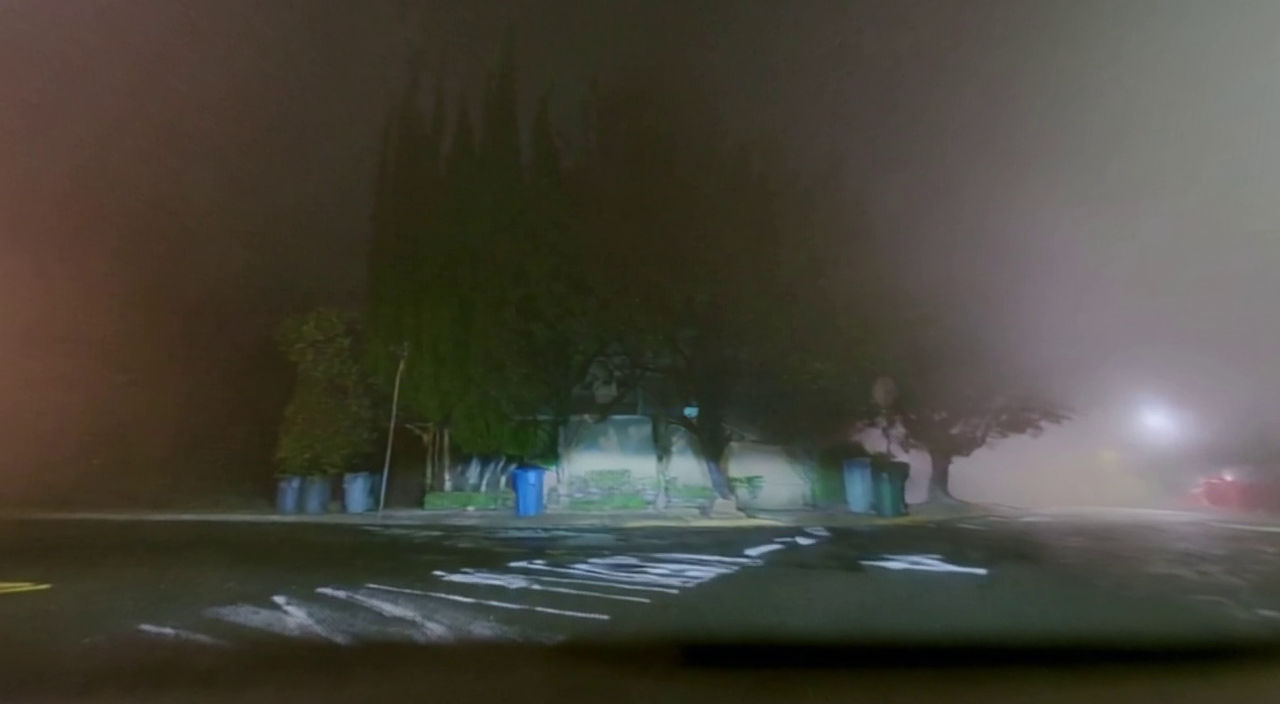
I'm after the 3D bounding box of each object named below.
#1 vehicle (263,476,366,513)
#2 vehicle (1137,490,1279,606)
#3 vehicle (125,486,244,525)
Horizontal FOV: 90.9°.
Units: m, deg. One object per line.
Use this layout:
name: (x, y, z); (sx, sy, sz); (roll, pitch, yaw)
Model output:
vehicle: (-17.181, 7.597, 33.522); (2.019, 1.697, 4.310); (-2, -14, 25)
vehicle: (11.303, 3.518, 11.874); (1.860, 1.477, 4.629); (-5, -9, 24)
vehicle: (-21.420, 7.168, 29.725); (4.315, 1.435, 1.804); (7, -10, -38)
